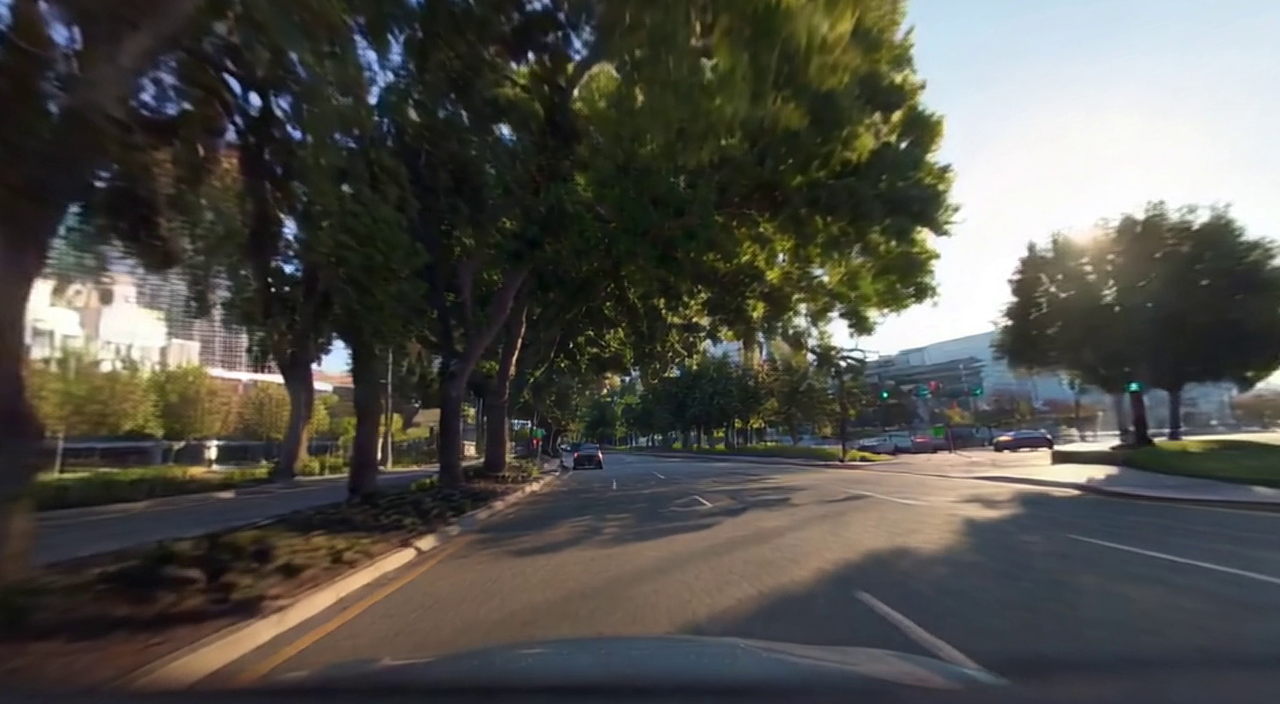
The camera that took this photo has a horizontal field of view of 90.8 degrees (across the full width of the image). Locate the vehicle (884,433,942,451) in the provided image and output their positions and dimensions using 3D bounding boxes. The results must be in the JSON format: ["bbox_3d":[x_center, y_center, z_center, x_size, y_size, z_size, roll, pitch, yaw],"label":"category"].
[{"bbox_3d":[21.475,7.112,49.741,3.753,1.409,1.648,1,-9,-5],"label":"vehicle"}]
